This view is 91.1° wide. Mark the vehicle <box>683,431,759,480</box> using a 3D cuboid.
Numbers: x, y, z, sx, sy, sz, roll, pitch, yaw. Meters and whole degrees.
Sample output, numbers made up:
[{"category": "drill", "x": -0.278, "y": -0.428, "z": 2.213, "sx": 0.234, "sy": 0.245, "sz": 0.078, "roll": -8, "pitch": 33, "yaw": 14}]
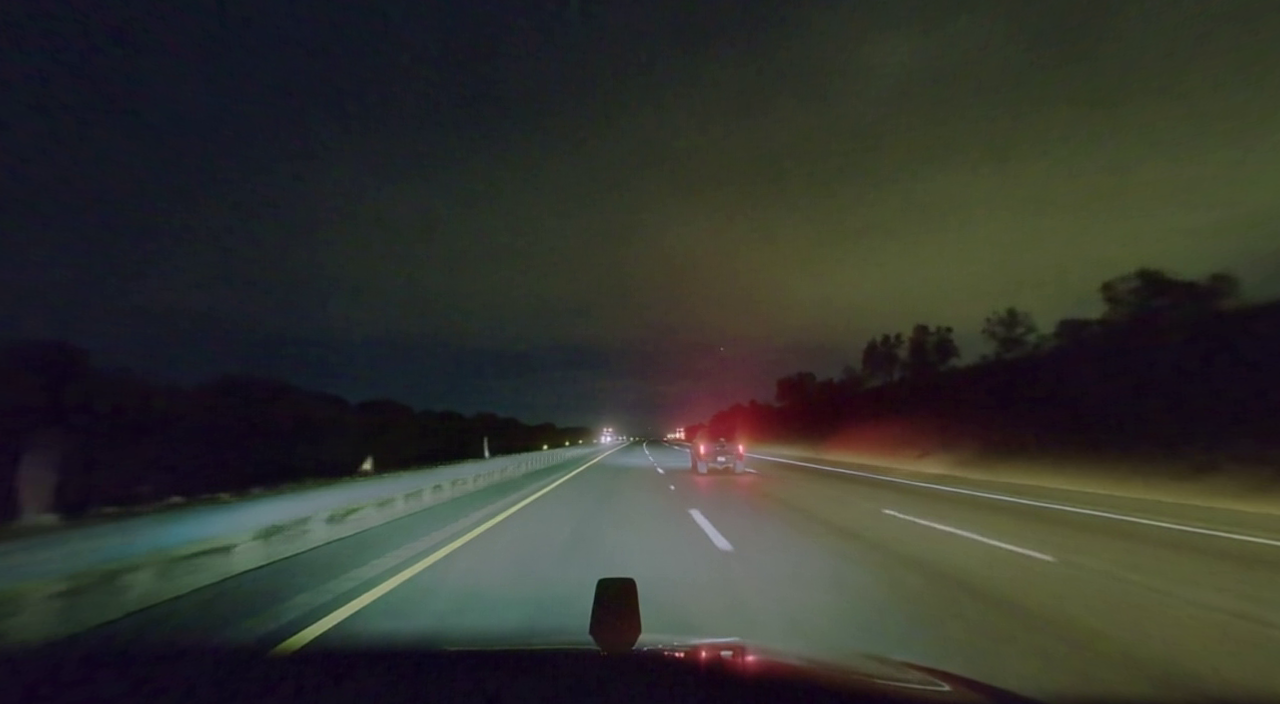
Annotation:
[{"category": "vehicle", "x": 2.803, "y": 3.684, "z": 22.804, "sx": 2.084, "sy": 1.583, "sz": 4.420, "roll": 0, "pitch": -8, "yaw": -1}]
